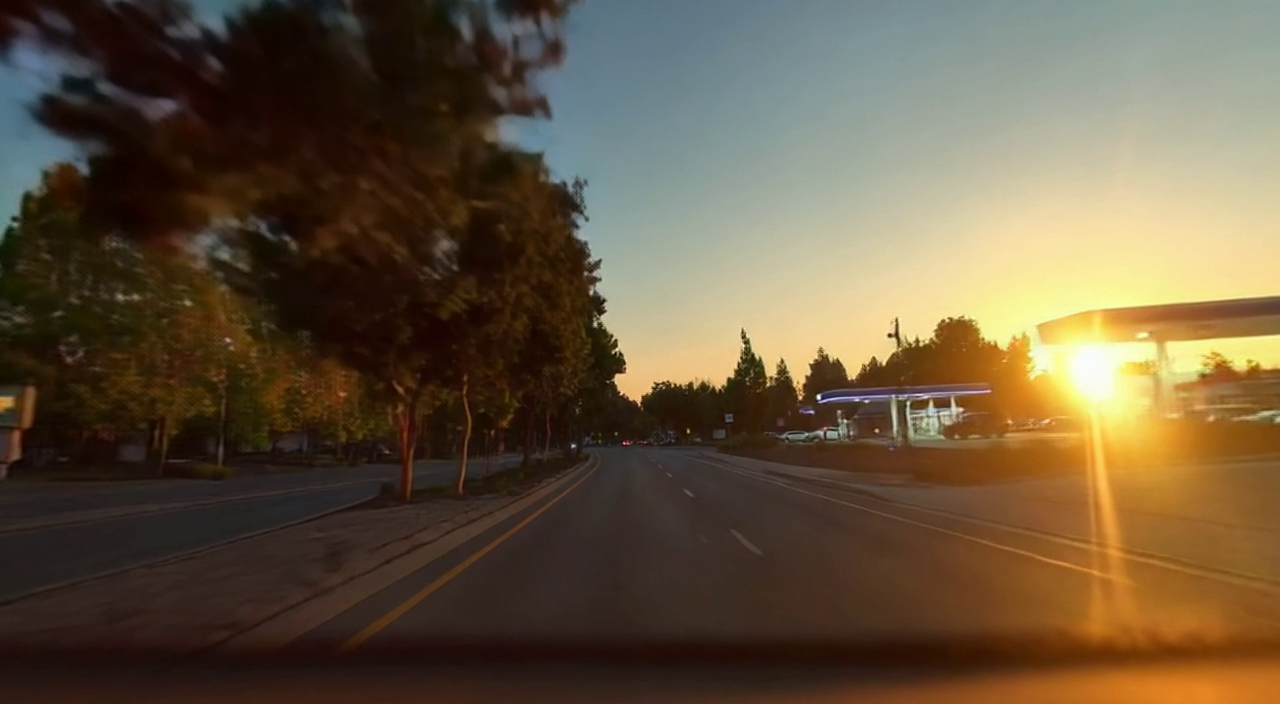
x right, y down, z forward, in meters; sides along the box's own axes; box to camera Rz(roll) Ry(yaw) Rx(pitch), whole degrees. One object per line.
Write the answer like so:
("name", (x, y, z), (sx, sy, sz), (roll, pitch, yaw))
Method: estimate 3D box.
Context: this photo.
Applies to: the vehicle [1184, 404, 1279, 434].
("vehicle", (36.503, 4.171, 38.839), (1.841, 1.471, 4.498), (-3, -9, -5))
